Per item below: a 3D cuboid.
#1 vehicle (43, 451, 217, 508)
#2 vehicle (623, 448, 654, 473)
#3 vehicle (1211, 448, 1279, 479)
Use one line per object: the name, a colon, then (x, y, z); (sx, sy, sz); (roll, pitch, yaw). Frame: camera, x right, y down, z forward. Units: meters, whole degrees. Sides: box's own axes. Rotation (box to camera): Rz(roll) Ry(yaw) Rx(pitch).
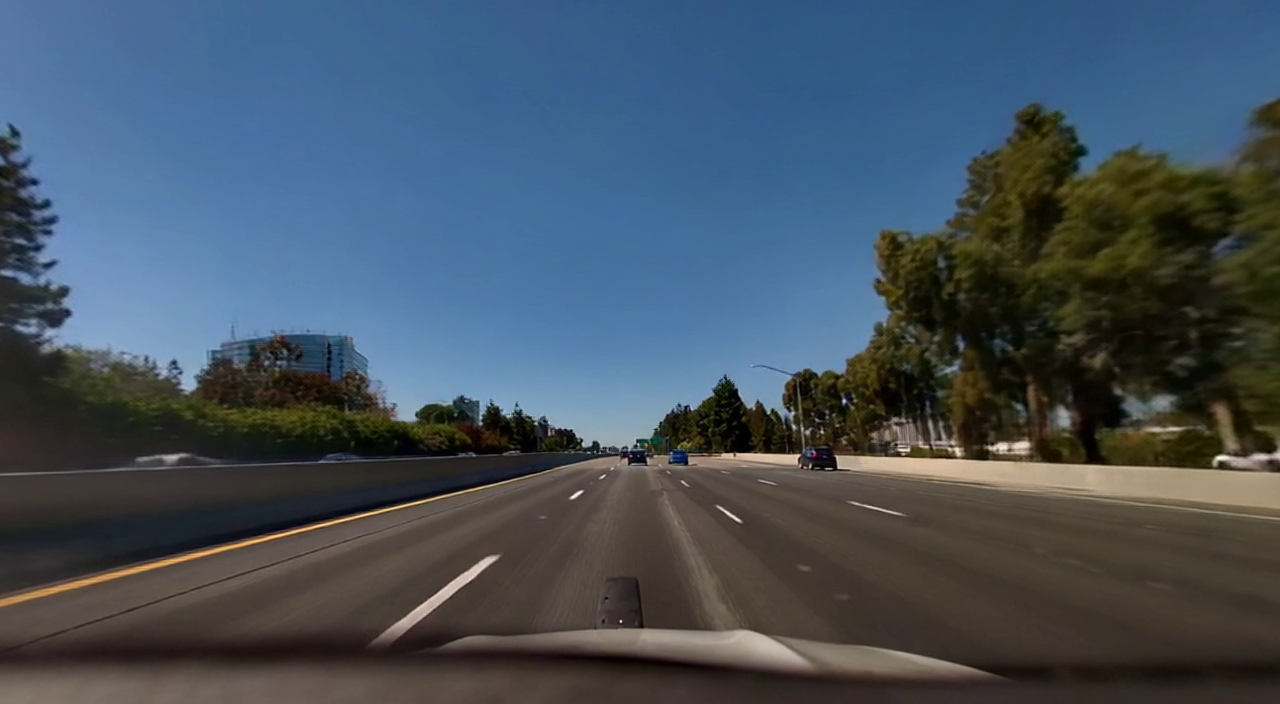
vehicle: (-16.859, 4.184, 21.301); (1.953, 1.596, 4.799); (1, -8, -2)
vehicle: (-0.170, 7.748, 45.521); (2.124, 1.673, 4.545); (0, -9, -2)
vehicle: (31.256, 5.452, 31.164); (1.886, 1.450, 4.349); (0, -9, -3)
